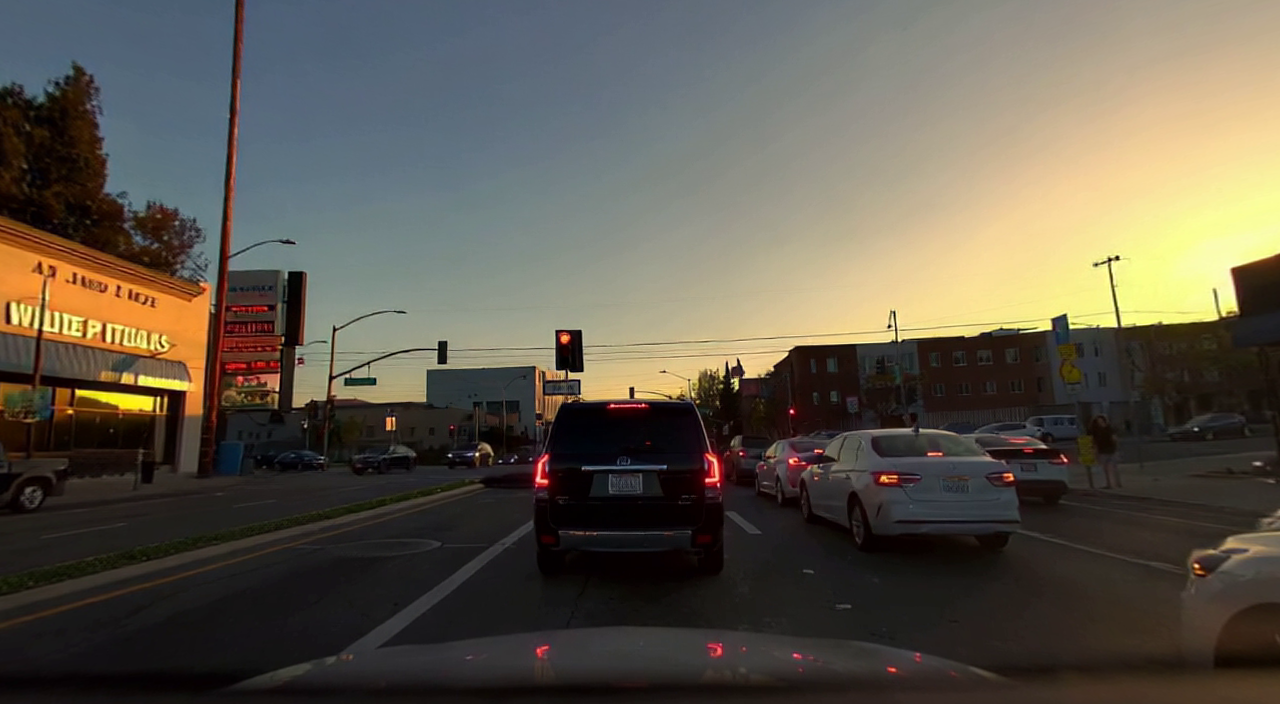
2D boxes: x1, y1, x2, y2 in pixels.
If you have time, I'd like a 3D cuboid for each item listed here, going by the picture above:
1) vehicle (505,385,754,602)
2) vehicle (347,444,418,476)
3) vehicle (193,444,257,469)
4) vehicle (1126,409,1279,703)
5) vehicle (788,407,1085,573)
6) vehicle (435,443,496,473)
[{"bbox_3d":[-0.004,1.537,7.683,2.154,1.861,4.280,0,-8,3],"label":"vehicle"},{"bbox_3d":[-14.732,6.190,36.411,2.102,1.737,4.570,0,-8,1],"label":"vehicle"},{"bbox_3d":[-27.462,6.871,41.848,1.693,1.563,3.716,0,-8,0],"label":"vehicle"},{"bbox_3d":[3.358,0.732,0.812,1.884,1.484,4.609,0,-8,2],"label":"vehicle"},{"bbox_3d":[3.611,1.760,8.804,2.036,1.719,4.318,0,-8,0],"label":"vehicle"},{"bbox_3d":[-11.276,6.868,41.165,2.224,1.840,5.290,-1,-8,3],"label":"vehicle"}]
